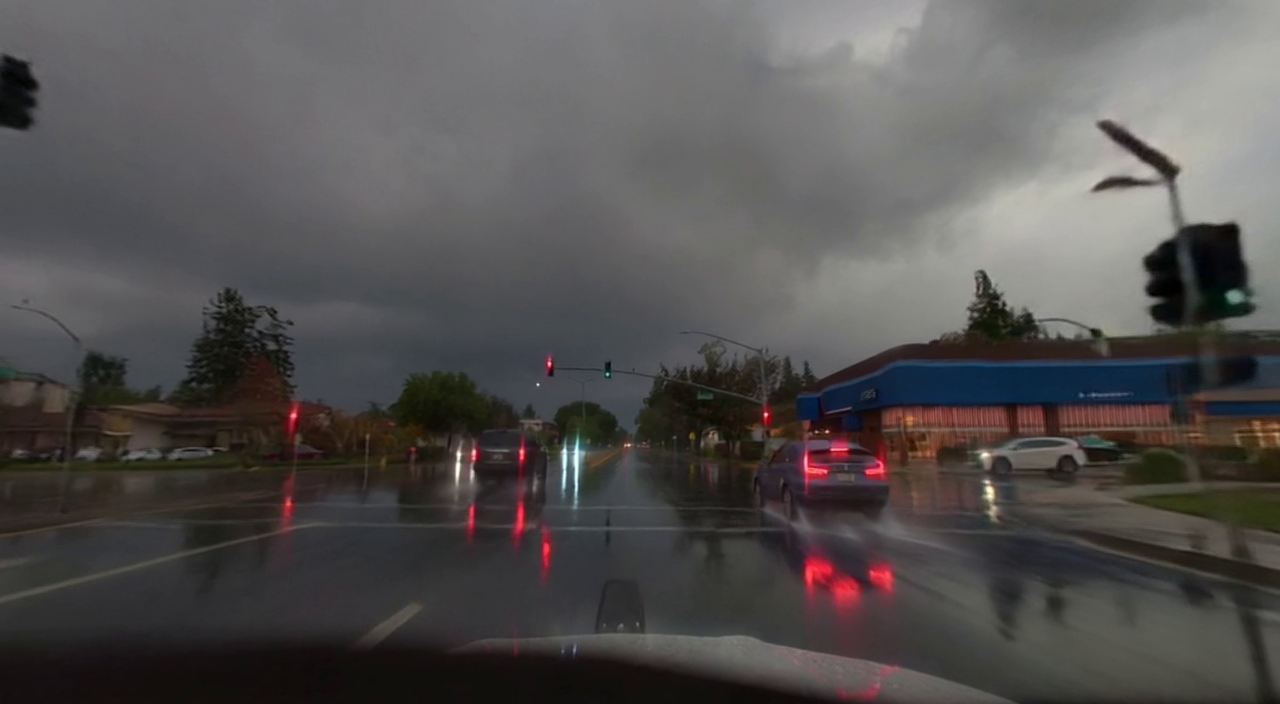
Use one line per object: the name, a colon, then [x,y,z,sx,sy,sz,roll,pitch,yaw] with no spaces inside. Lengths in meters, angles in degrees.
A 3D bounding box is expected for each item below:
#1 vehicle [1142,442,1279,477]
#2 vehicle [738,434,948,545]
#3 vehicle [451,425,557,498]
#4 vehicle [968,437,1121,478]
vehicle: [27.938,5.246,31.032,4.874,1.625,1.930,0,-9,0]
vehicle: [3.174,2.256,11.140,1.975,1.502,4.787,0,-9,-2]
vehicle: [-3.705,3.085,18.137,1.997,1.806,4.500,0,-9,1]
vehicle: [19.988,5.223,31.415,5.886,1.798,2.407,-1,-9,0]
